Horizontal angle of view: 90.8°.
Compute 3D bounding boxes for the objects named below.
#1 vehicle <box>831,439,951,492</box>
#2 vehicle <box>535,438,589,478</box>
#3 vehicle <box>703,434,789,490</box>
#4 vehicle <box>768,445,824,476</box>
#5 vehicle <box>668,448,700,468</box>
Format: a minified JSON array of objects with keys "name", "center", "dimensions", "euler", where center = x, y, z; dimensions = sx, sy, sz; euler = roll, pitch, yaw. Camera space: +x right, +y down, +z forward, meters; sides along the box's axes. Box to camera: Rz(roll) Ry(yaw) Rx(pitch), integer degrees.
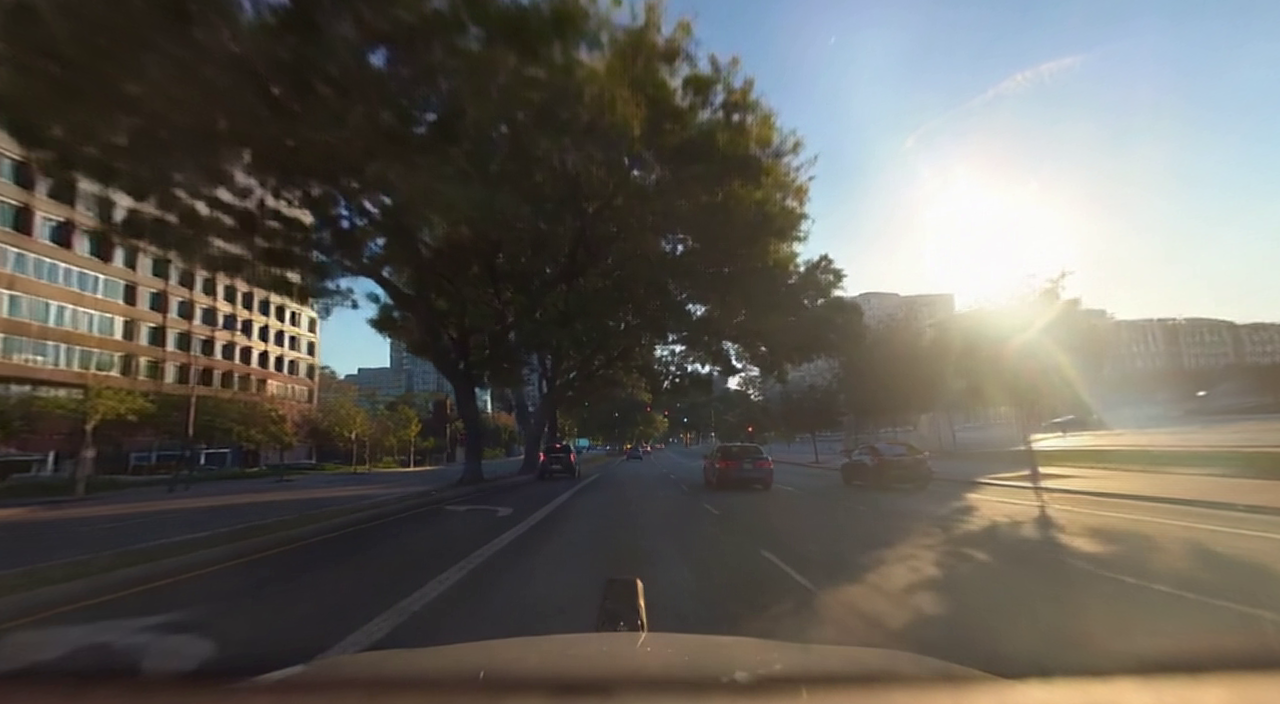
[{"name":"vehicle","center":[8.030,3.674,20.761],"dimensions":[1.944,1.503,4.723],"euler":[0,-9,0]},{"name":"vehicle","center":[-3.770,5.228,31.350],"dimensions":[2.155,1.797,3.989],"euler":[-1,-9,0]},{"name":"vehicle","center":[3.611,3.852,22.475],"dimensions":[2.152,1.742,4.704],"euler":[0,-9,-1]},{"name":"vehicle","center":[8.161,5.701,33.472],"dimensions":[1.884,1.478,4.164],"euler":[0,-9,0]},{"name":"vehicle","center":[3.388,8.285,49.758],"dimensions":[2.054,1.473,4.511],"euler":[0,-9,-1]}]
